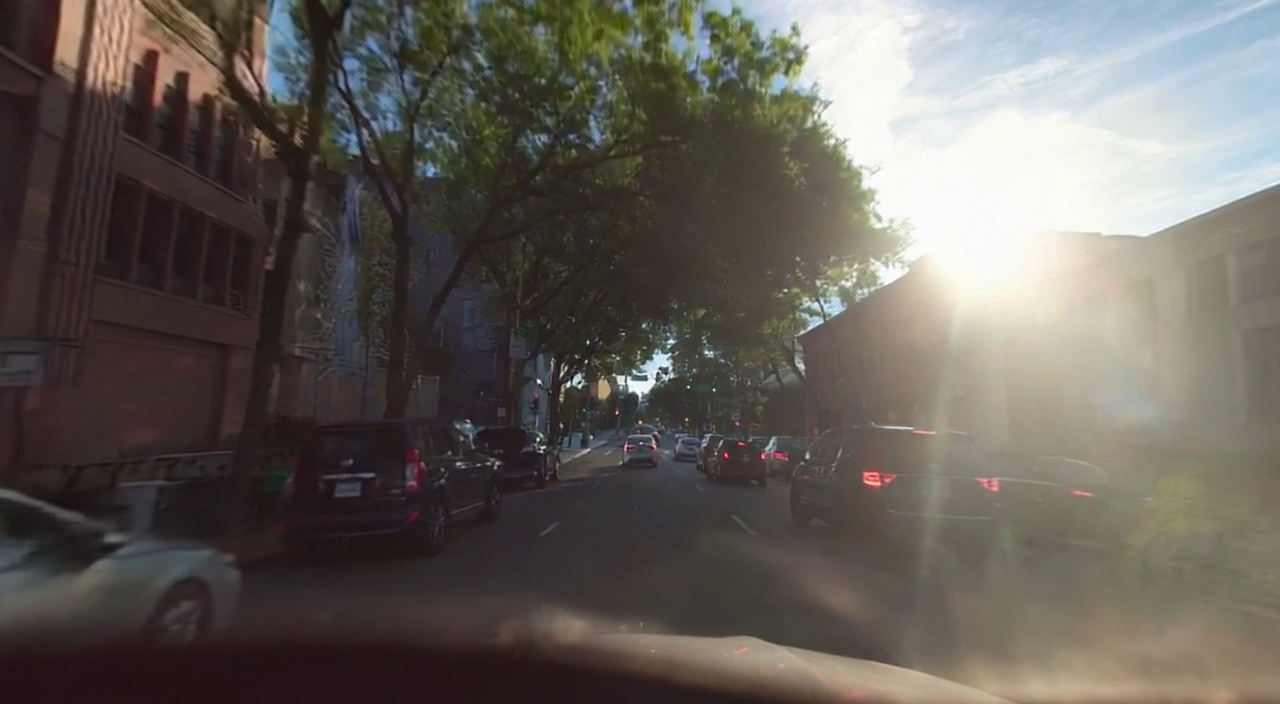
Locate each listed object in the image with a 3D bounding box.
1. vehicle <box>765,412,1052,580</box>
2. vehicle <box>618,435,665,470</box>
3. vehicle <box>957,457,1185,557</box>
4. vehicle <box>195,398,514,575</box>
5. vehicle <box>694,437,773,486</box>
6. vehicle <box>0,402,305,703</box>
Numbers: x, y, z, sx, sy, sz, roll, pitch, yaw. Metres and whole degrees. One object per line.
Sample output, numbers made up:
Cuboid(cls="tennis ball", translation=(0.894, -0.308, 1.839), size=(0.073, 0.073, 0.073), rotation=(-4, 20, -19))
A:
Cuboid(cls="vehicle", translation=(3.230, 1.815, 8.806), size=(2.002, 1.707, 4.547), rotation=(0, -8, 0))
Cuboid(cls="vehicle", translation=(0.081, 4.620, 29.030), size=(2.007, 1.460, 3.923), rotation=(0, -8, 0))
Cuboid(cls="vehicle", translation=(8.824, 3.133, 13.431), size=(1.893, 1.663, 4.257), rotation=(0, -8, 1))
Cuboid(cls="vehicle", translation=(-3.260, 1.638, 8.461), size=(2.128, 1.725, 4.471), rotation=(0, -8, 1))
Cuboid(cls="vehicle", translation=(3.076, 3.682, 21.549), size=(1.966, 1.475, 4.528), rotation=(0, -8, -1))
Cuboid(cls="vehicle", translation=(-3.146, 0.860, 1.840), size=(1.926, 1.456, 4.313), rotation=(0, -8, 0))
